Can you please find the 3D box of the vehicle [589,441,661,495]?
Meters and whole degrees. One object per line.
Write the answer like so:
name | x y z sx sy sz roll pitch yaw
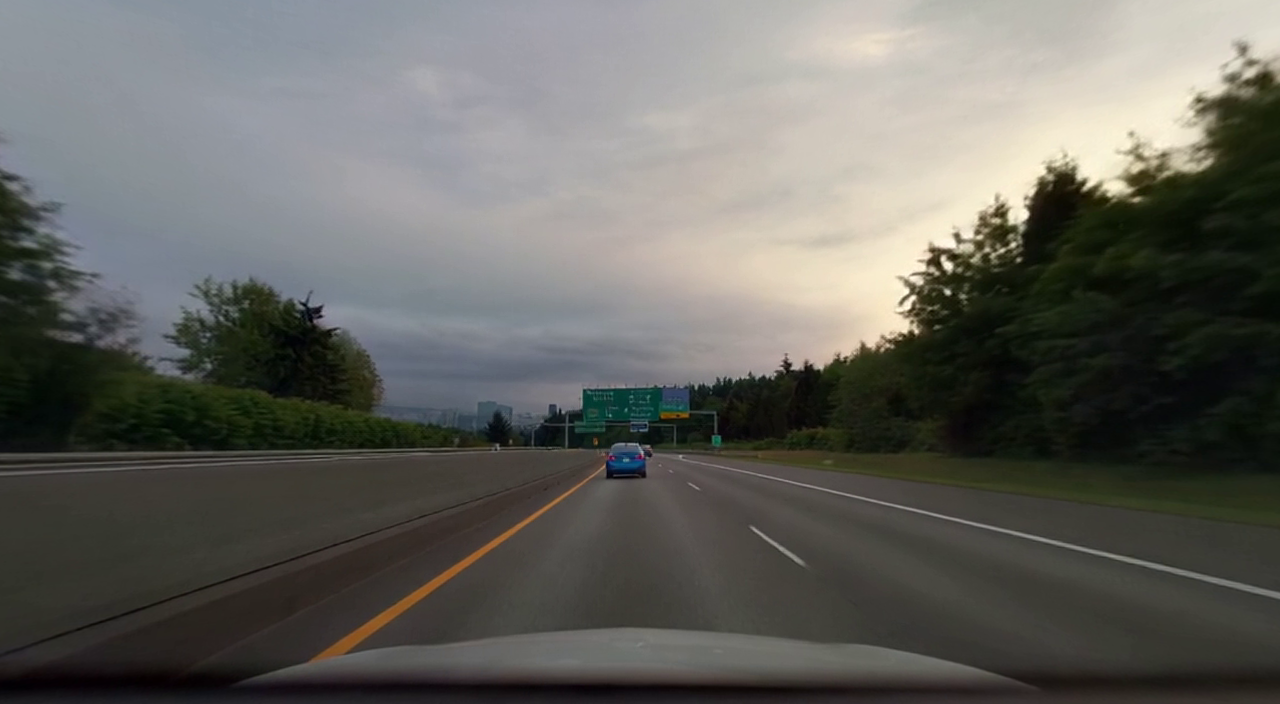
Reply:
vehicle | -0.450 3.658 20.256 2.069 1.523 4.012 0 -9 -1
